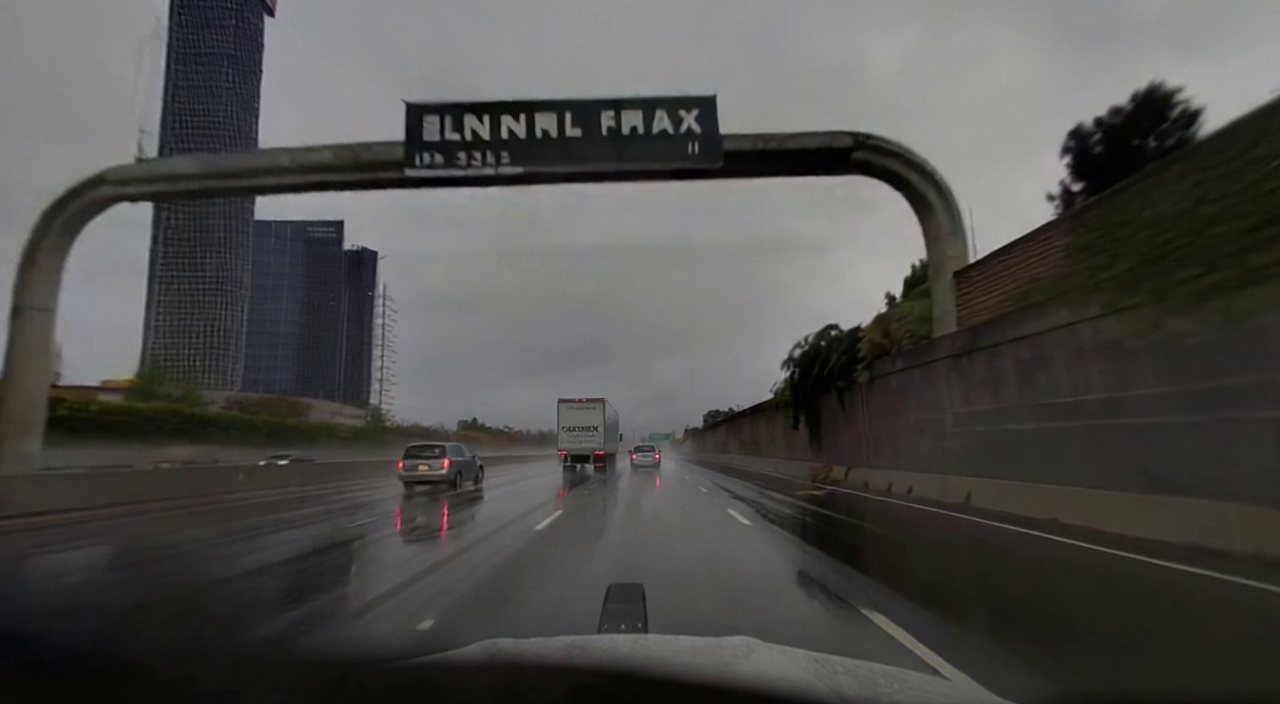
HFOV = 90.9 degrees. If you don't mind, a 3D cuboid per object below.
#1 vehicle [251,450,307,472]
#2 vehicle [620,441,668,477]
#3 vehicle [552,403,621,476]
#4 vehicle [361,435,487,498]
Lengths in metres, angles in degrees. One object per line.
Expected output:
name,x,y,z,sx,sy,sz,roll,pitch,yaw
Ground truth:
vehicle,-26.596,8.000,46.585,1.756,1.501,4.035,0,-9,1
vehicle,0.214,5.067,30.020,2.168,1.597,3.615,0,-9,1
vehicle,-2.710,4.882,34.840,2.794,3.460,8.595,-1,-9,2
vehicle,-6.350,3.412,19.200,2.124,1.674,4.541,0,-9,1
